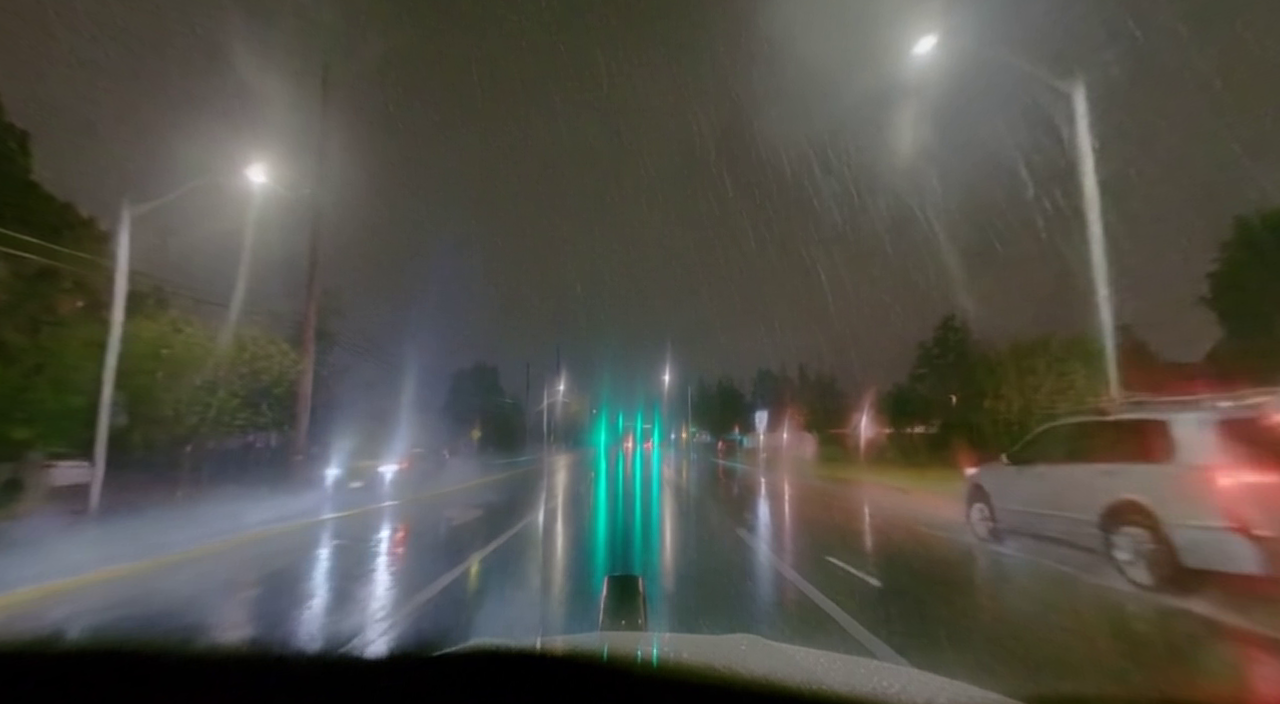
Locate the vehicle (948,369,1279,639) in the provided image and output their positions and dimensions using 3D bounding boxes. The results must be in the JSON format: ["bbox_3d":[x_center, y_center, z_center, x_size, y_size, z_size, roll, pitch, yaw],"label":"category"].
[{"bbox_3d":[5.347,1.299,6.102,2.114,1.799,4.960,0,-8,-1],"label":"vehicle"}]

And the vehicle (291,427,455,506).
[{"bbox_3d":[-7.461,3.254,18.446,2.325,1.877,5.690,-2,-8,0],"label":"vehicle"}]
